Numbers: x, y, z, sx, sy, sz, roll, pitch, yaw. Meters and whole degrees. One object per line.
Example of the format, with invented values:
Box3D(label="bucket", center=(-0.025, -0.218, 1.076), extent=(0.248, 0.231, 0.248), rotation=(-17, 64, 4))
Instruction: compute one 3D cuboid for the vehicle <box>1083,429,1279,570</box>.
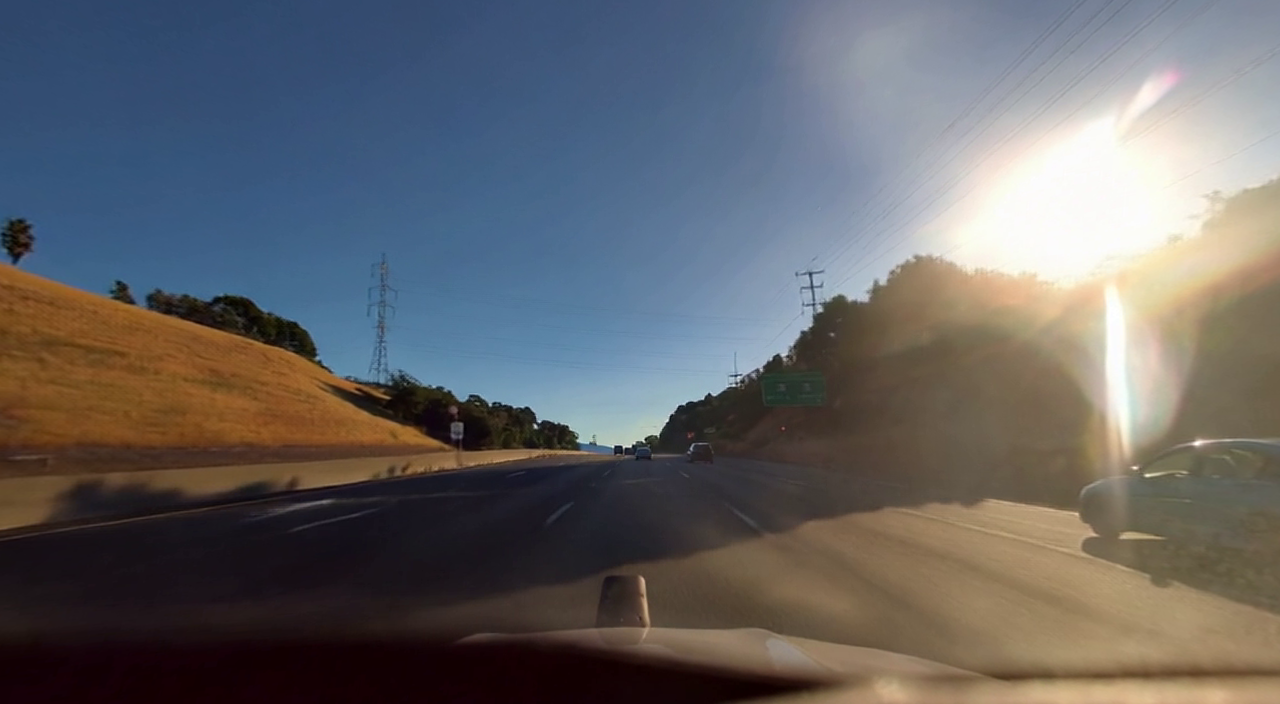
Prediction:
Box3D(label="vehicle", center=(8.103, 1.740, 7.634), extent=(1.970, 1.545, 4.818), rotation=(0, -8, 0))

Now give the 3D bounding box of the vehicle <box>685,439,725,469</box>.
Box3D(label="vehicle", center=(4.072, 6.499, 40.186), extent=(2.159, 1.782, 4.673), rotation=(0, -9, 1))
